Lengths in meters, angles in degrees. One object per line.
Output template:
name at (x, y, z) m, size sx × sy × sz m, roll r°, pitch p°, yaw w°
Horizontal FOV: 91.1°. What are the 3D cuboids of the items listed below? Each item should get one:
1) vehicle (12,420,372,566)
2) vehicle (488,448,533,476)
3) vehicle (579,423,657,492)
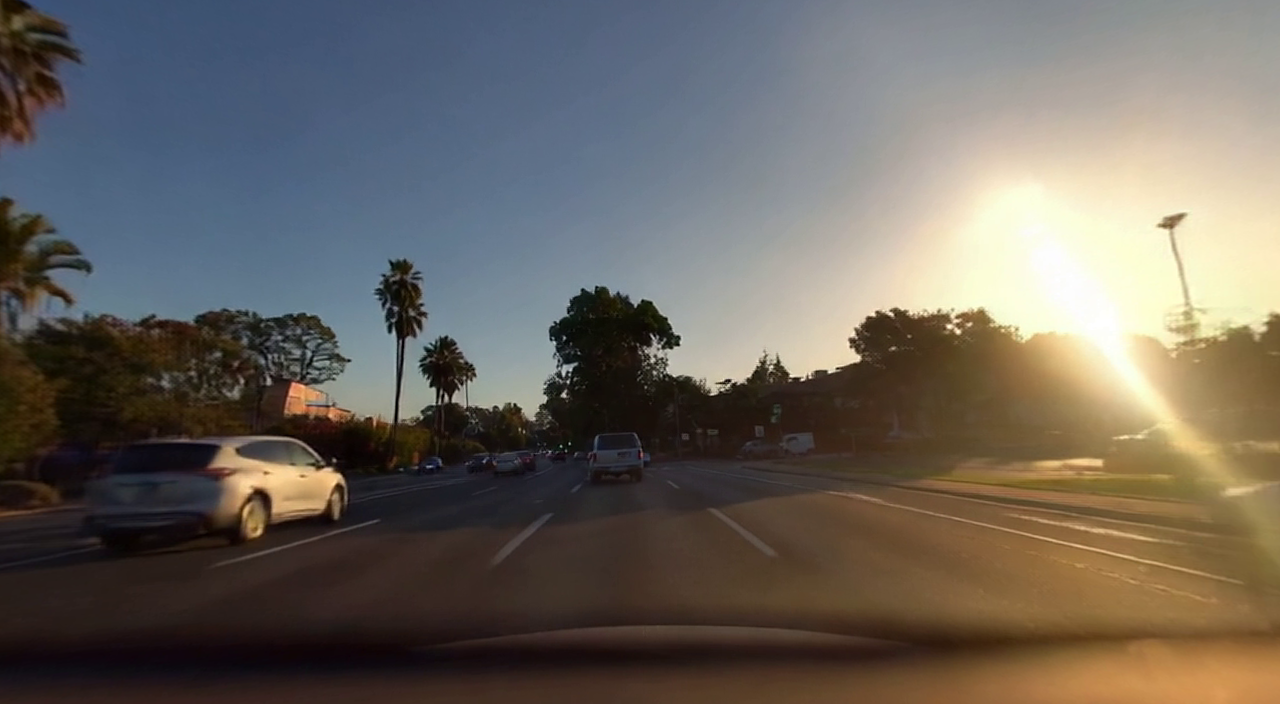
vehicle at (-6.247, 2.003, 9.736) m, size 2.235 × 1.682 × 4.662 m, roll 0°, pitch -9°, yaw -2°
vehicle at (-7.827, 6.673, 38.224) m, size 2.016 × 1.576 × 4.215 m, roll 0°, pitch -9°, yaw -3°
vehicle at (-0.971, 3.835, 23.152) m, size 2.507 × 2.161 × 6.049 m, roll 1°, pitch -9°, yaw -5°
